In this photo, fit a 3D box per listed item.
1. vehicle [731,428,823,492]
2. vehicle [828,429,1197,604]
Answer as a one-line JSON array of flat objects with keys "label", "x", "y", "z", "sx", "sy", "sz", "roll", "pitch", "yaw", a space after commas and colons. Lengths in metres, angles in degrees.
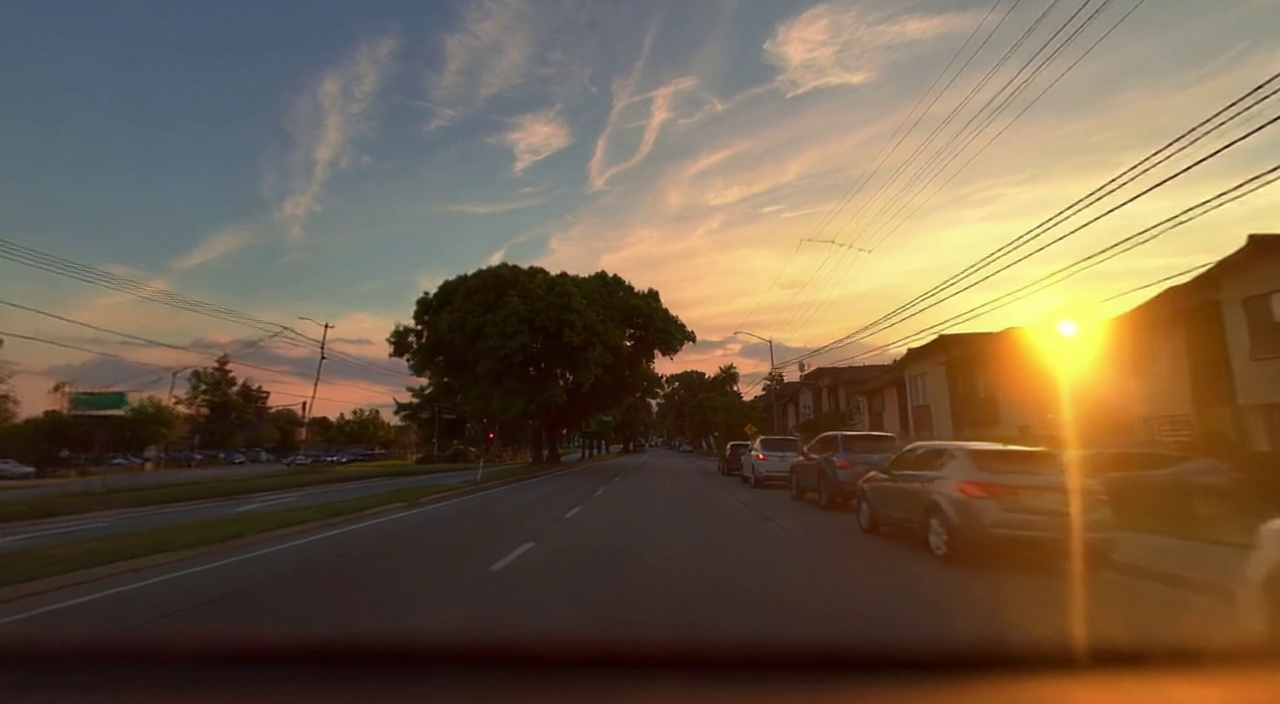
[{"label": "vehicle", "x": 4.566, "y": 3.687, "z": 21.915, "sx": 2.056, "sy": 1.941, "sz": 4.955, "roll": 0, "pitch": -8, "yaw": 0}, {"label": "vehicle", "x": 4.008, "y": 1.806, "z": 8.065, "sx": 1.925, "sy": 1.505, "sz": 4.895, "roll": 0, "pitch": -8, "yaw": 3}]
